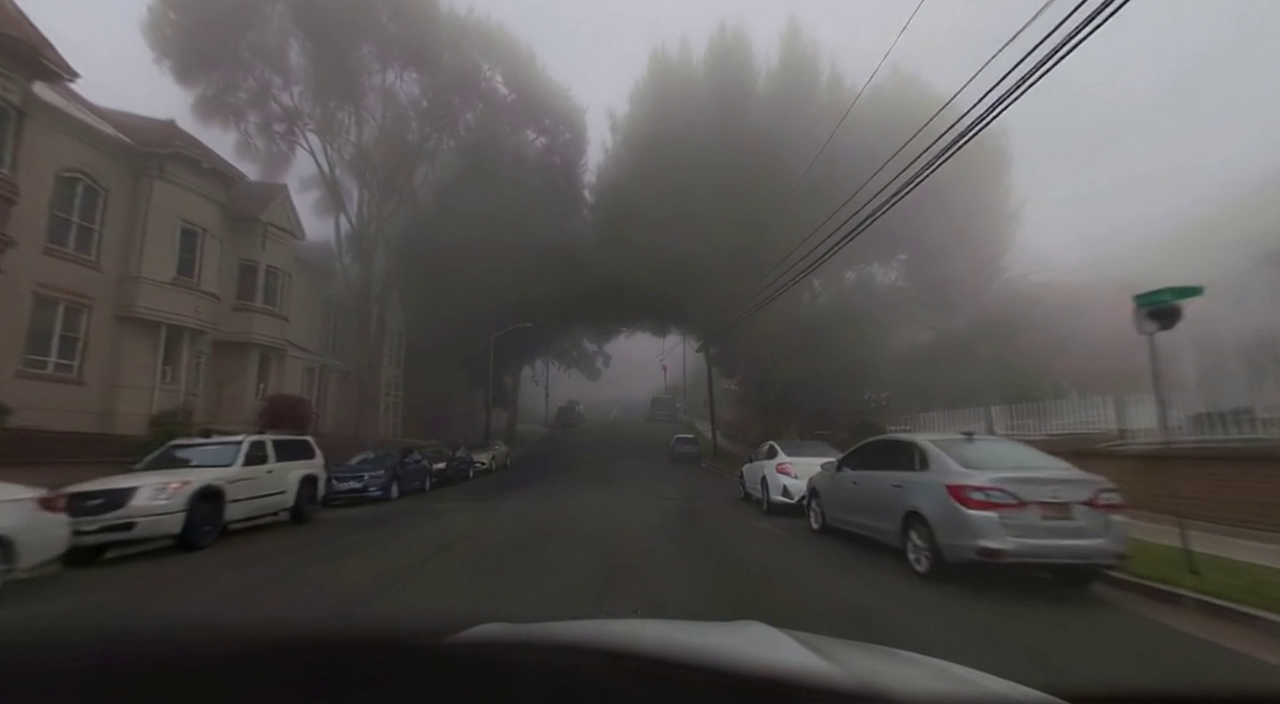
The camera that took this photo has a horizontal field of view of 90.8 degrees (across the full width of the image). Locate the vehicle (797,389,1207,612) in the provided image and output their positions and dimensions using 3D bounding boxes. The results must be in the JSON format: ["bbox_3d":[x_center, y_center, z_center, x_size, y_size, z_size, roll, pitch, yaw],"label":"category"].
[{"bbox_3d":[3.419,1.494,7.293,1.952,1.738,4.518,0,-8,-1],"label":"vehicle"}]

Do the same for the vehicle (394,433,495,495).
[{"bbox_3d":[-6.144,3.519,20.509,1.922,1.569,4.677,-1,-5,-1],"label":"vehicle"}]

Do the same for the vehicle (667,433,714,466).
[{"bbox_3d":[2.633,5.213,33.860,1.966,1.620,4.187,0,-8,-3],"label":"vehicle"}]

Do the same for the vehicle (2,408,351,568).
[{"bbox_3d":[-6.208,1.872,9.356,1.830,1.750,4.502,1,-9,-2],"label":"vehicle"}]

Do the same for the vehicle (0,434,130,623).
[{"bbox_3d":[-6.050,1.291,4.224,2.003,1.489,4.051,0,-8,-3],"label":"vehicle"}]

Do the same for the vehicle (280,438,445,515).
[{"bbox_3d":[-6.292,2.826,15.005,1.909,1.490,4.439,-1,-8,0],"label":"vehicle"}]
